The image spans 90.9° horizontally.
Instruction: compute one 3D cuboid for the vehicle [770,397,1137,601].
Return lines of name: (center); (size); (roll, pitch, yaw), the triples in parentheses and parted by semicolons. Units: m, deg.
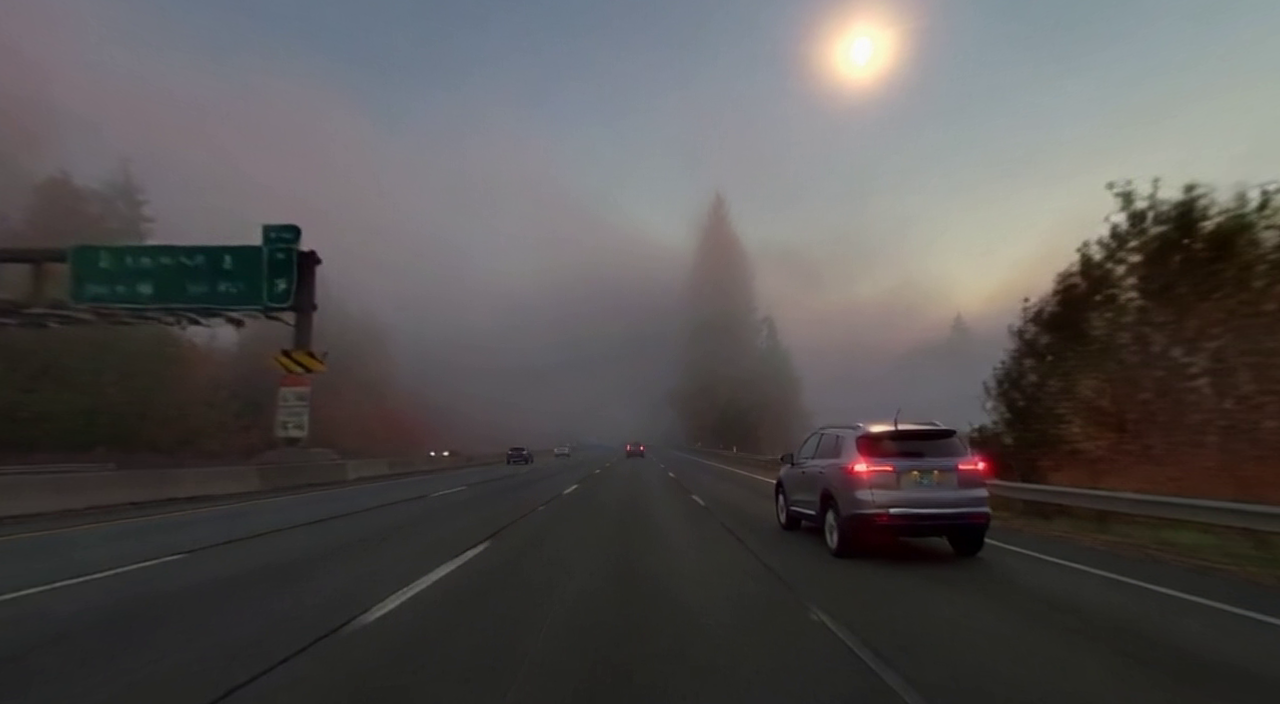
vehicle: (3.091, 1.554, 7.496); (2.120, 1.706, 4.226); (0, -8, -1)
